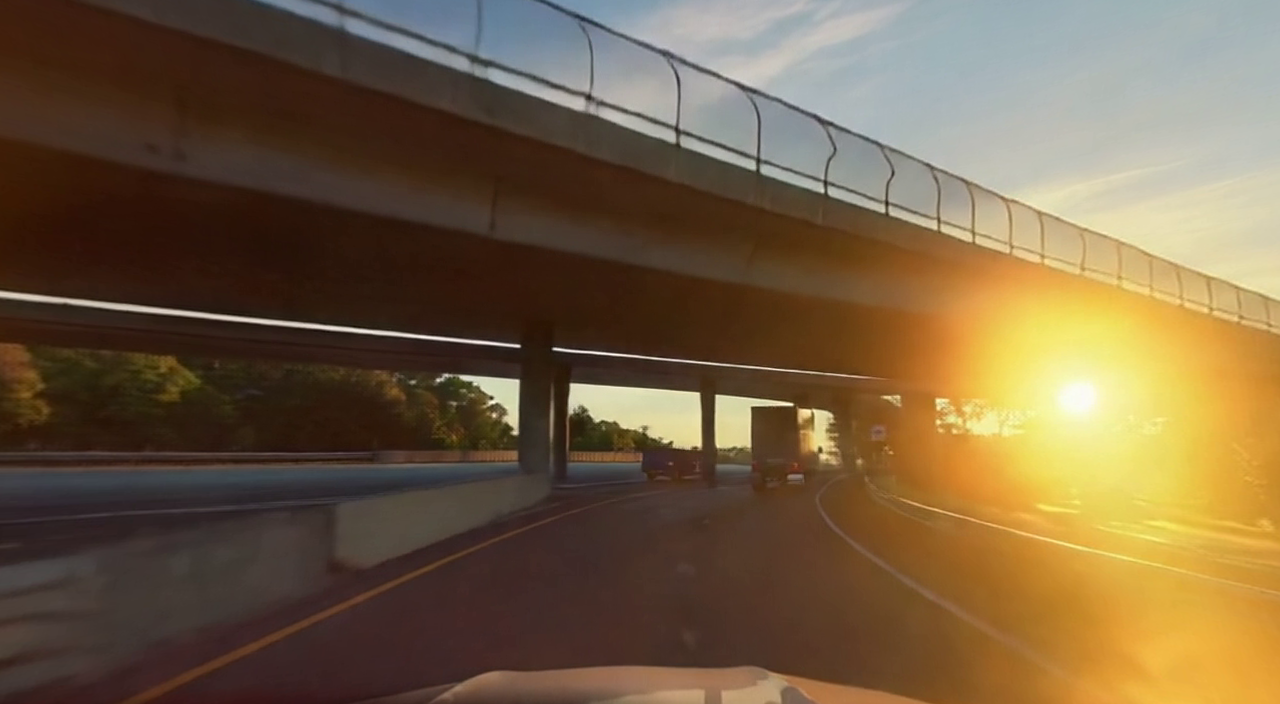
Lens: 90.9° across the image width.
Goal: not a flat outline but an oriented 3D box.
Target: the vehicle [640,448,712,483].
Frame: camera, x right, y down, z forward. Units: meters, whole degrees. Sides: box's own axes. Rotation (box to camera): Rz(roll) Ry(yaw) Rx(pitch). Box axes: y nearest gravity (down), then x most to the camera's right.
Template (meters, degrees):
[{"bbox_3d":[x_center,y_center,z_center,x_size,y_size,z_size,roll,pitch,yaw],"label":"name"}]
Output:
[{"bbox_3d":[1.705,5.127,28.673,1.940,1.444,4.024,-4,-10,24],"label":"vehicle"}]
